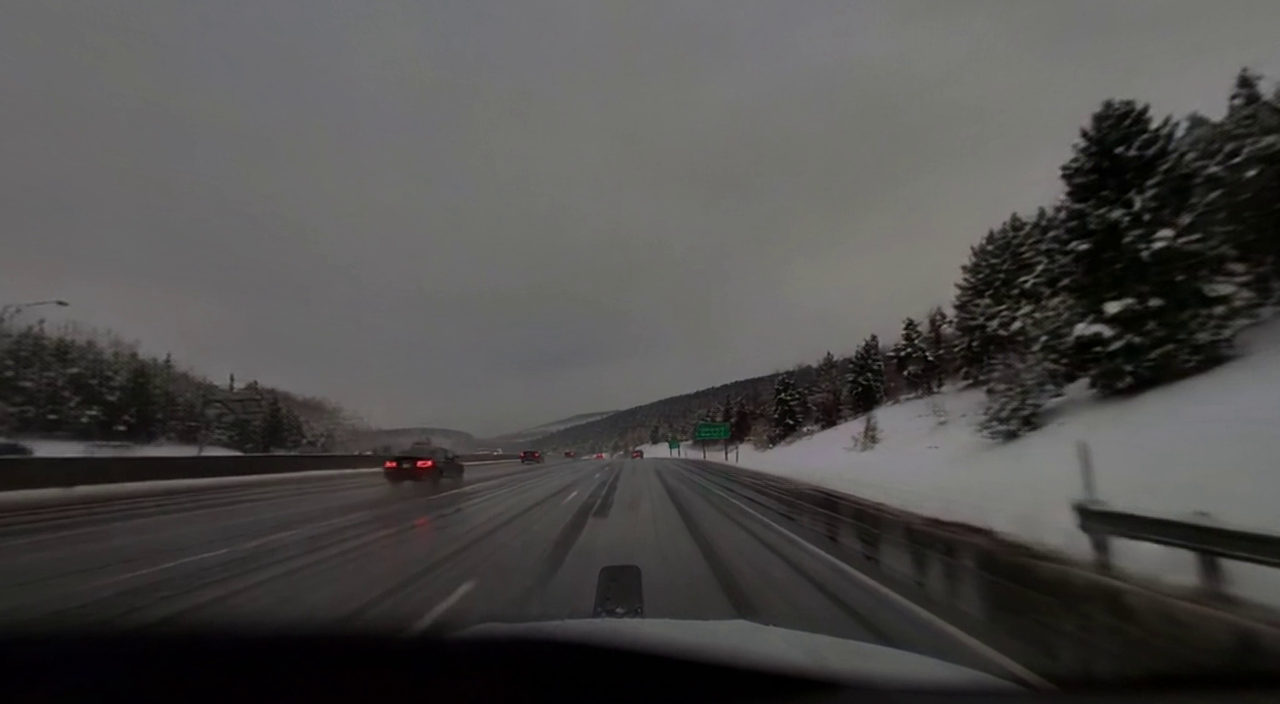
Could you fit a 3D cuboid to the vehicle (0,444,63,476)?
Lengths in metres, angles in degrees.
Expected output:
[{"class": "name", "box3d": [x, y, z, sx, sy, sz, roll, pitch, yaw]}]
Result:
[{"class": "vehicle", "box3d": [-30.637, 5.169, 30.194, 2.016, 1.473, 4.121, 0, -9, -2]}]

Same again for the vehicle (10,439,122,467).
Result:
[{"class": "vehicle", "box3d": [-38.711, 6.823, 42.720, 2.190, 1.756, 5.847, 0, -9, -2]}]

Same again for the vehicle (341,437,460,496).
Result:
[{"class": "vehicle", "box3d": [-7.304, 3.528, 19.740, 2.045, 1.624, 4.338, 0, -9, 0]}]
